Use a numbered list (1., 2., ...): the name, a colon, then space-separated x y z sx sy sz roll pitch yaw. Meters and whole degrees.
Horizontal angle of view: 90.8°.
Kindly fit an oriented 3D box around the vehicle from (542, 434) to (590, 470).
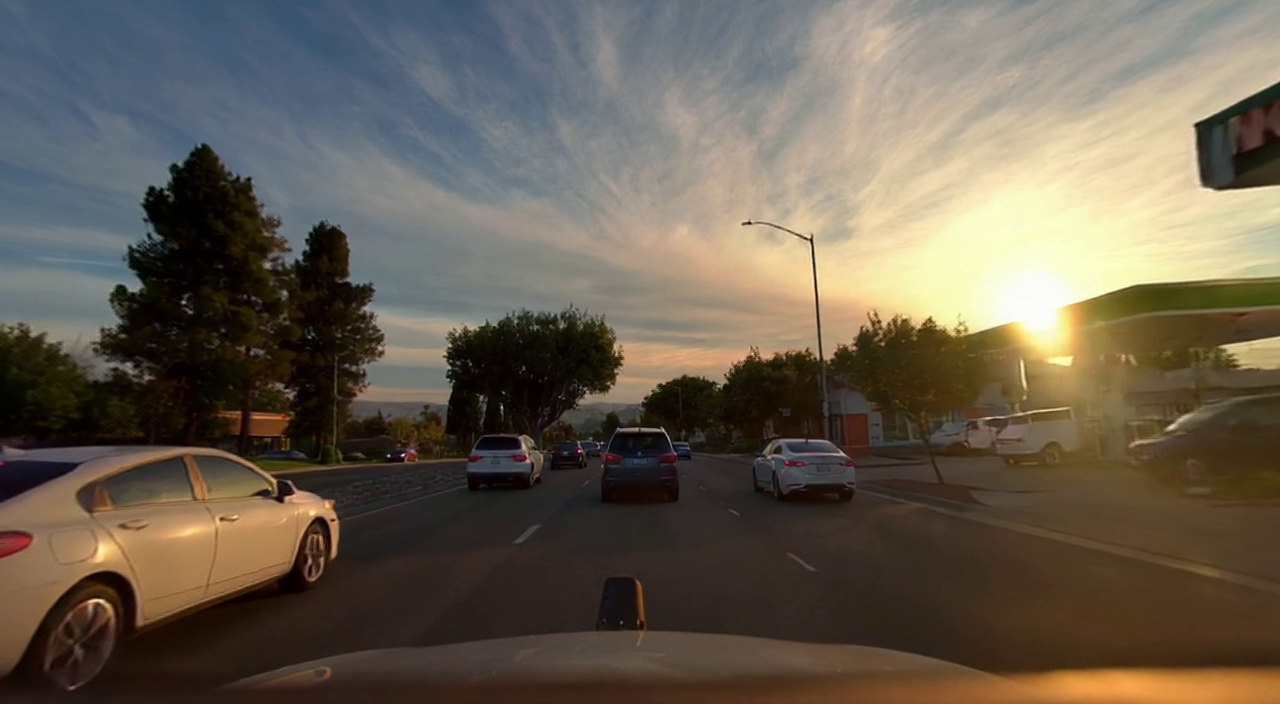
1. vehicle: -3.588 4.939 31.334 1.871 1.673 3.920 0 -8 1

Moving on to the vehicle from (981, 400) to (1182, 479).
1. vehicle: 11.938 2.452 17.630 2.102 1.887 4.673 0 -8 -1

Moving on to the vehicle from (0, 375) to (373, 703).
1. vehicle: -3.606 1.131 4.251 1.864 1.574 4.031 0 -8 -1

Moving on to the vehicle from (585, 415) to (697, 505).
1. vehicle: 0.008 2.516 15.074 2.279 1.803 4.254 0 -8 0

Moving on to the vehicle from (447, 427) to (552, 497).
1. vehicle: -3.747 2.993 17.603 1.932 1.695 4.150 0 -8 1

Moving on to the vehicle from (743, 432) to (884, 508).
1. vehicle: 3.781 2.650 14.741 1.888 1.456 4.589 0 -8 -1
